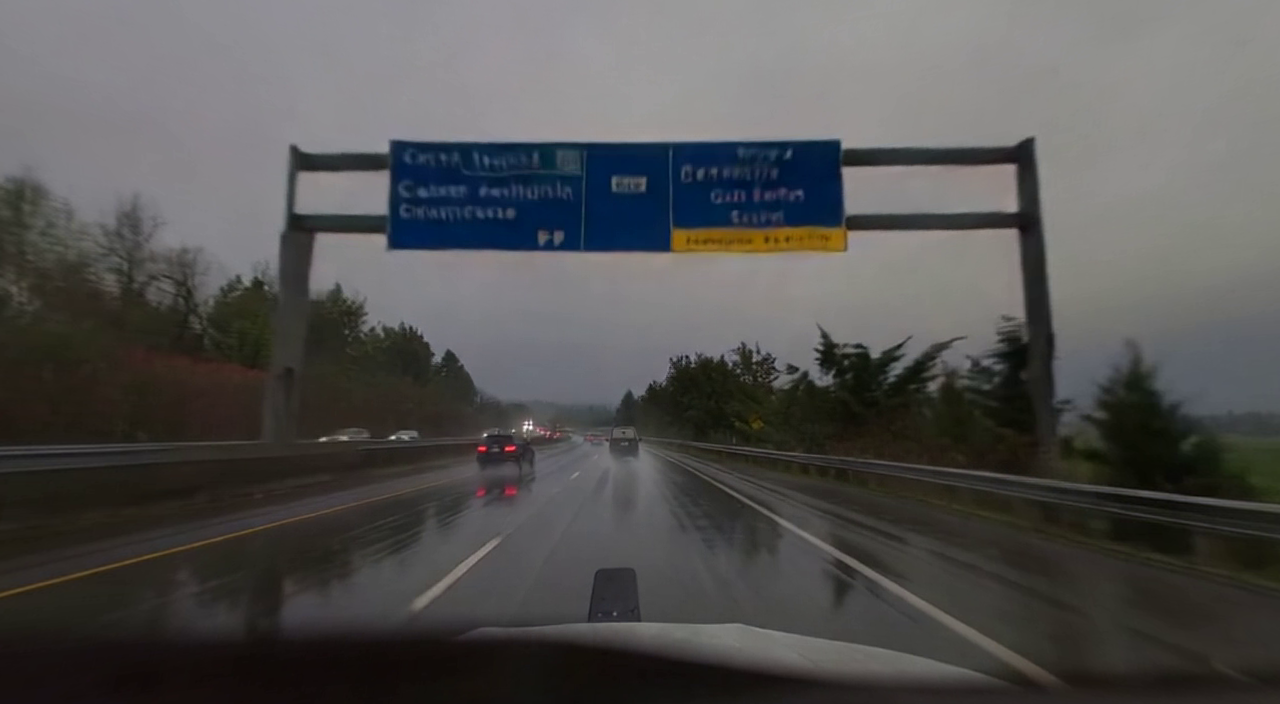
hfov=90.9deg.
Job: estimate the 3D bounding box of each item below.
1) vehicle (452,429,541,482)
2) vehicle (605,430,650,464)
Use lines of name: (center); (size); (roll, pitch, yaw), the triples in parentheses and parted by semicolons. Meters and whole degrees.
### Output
vehicle: (-4.545, 3.316, 20.584); (1.975, 1.518, 4.242); (0, -8, -1)
vehicle: (-0.655, 4.908, 32.795); (2.162, 1.616, 4.242); (0, -8, -1)
